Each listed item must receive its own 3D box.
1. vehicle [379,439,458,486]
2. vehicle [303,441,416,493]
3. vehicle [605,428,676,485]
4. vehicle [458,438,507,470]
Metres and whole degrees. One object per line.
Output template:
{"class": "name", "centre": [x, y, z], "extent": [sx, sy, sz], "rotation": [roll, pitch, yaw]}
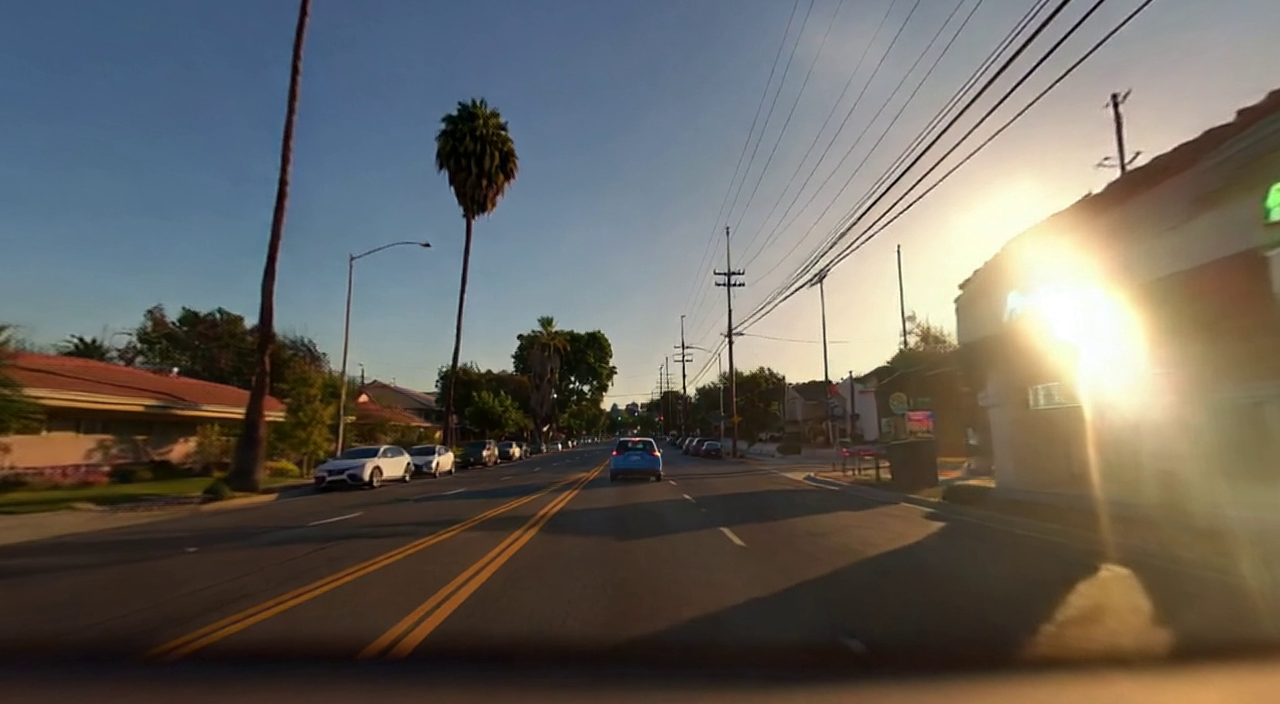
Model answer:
{"class": "vehicle", "centre": [-10.165, 5.043, 29.340], "extent": [1.992, 1.744, 4.896], "rotation": [-2, -6, 0]}
{"class": "vehicle", "centre": [-10.166, 4.180, 23.296], "extent": [2.075, 1.693, 4.696], "rotation": [0, -8, -1]}
{"class": "vehicle", "centre": [-0.061, 3.696, 22.506], "extent": [2.264, 1.798, 4.563], "rotation": [0, -8, -2]}
{"class": "vehicle", "centre": [-10.085, 6.537, 40.595], "extent": [1.958, 1.937, 4.114], "rotation": [-1, -8, 2]}
